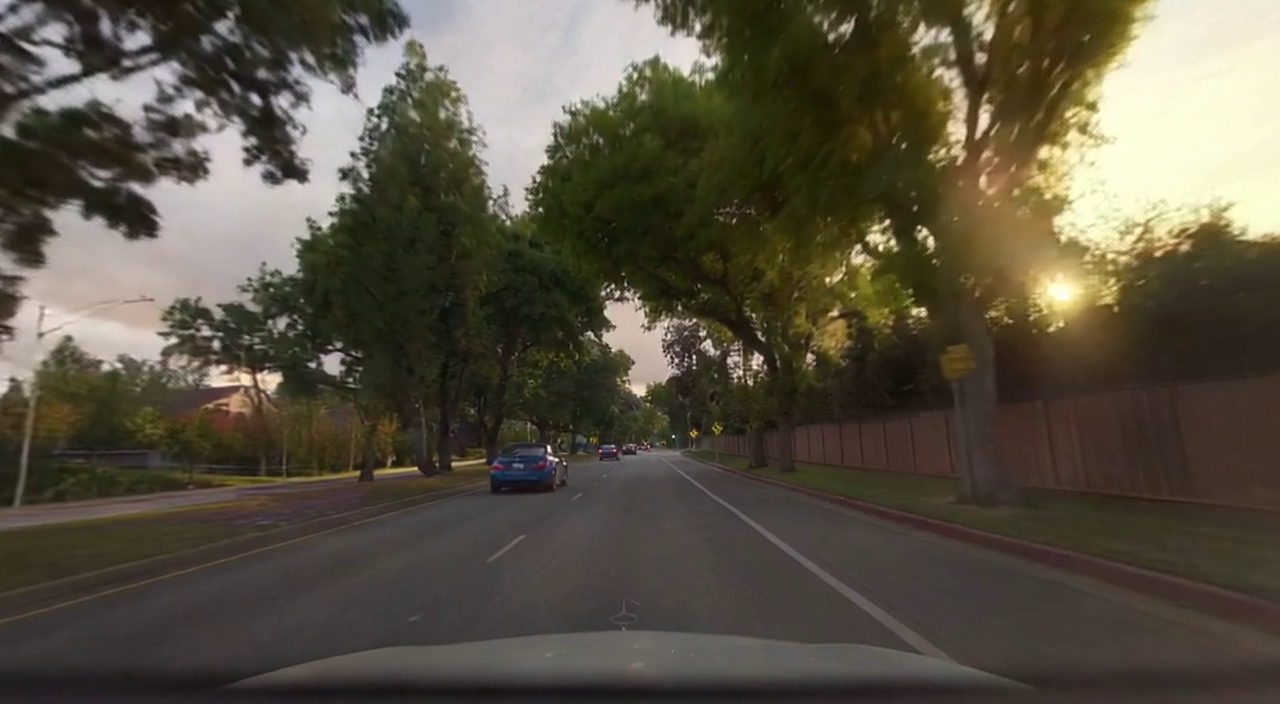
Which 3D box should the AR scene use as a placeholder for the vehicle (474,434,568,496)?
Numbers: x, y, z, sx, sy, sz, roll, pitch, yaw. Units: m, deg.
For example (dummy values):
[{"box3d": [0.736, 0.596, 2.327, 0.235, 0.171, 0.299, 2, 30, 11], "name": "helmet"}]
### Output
[{"box3d": [-3.437, 3.360, 19.177, 1.919, 1.650, 4.546, 0, -8, 1], "name": "vehicle"}]
